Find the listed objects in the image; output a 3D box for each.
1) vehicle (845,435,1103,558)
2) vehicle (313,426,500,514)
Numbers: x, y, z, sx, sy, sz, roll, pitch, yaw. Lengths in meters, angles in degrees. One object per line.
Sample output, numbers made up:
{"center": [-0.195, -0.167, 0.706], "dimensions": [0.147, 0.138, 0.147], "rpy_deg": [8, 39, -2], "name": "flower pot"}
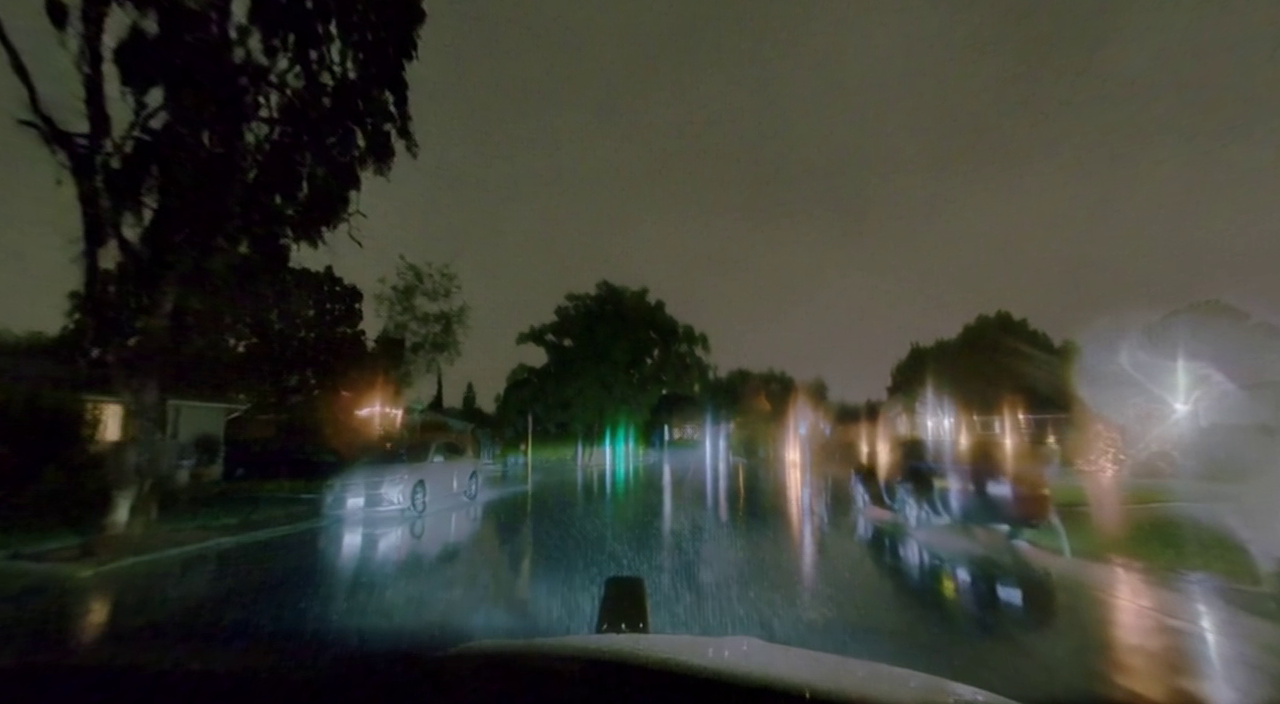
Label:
{"center": [4.771, 2.039, 9.956], "dimensions": [1.931, 1.395, 4.793], "rpy_deg": [0, -7, 6], "name": "vehicle"}
{"center": [-4.900, 2.627, 13.995], "dimensions": [1.943, 1.433, 4.717], "rpy_deg": [-7, -11, 5], "name": "vehicle"}
